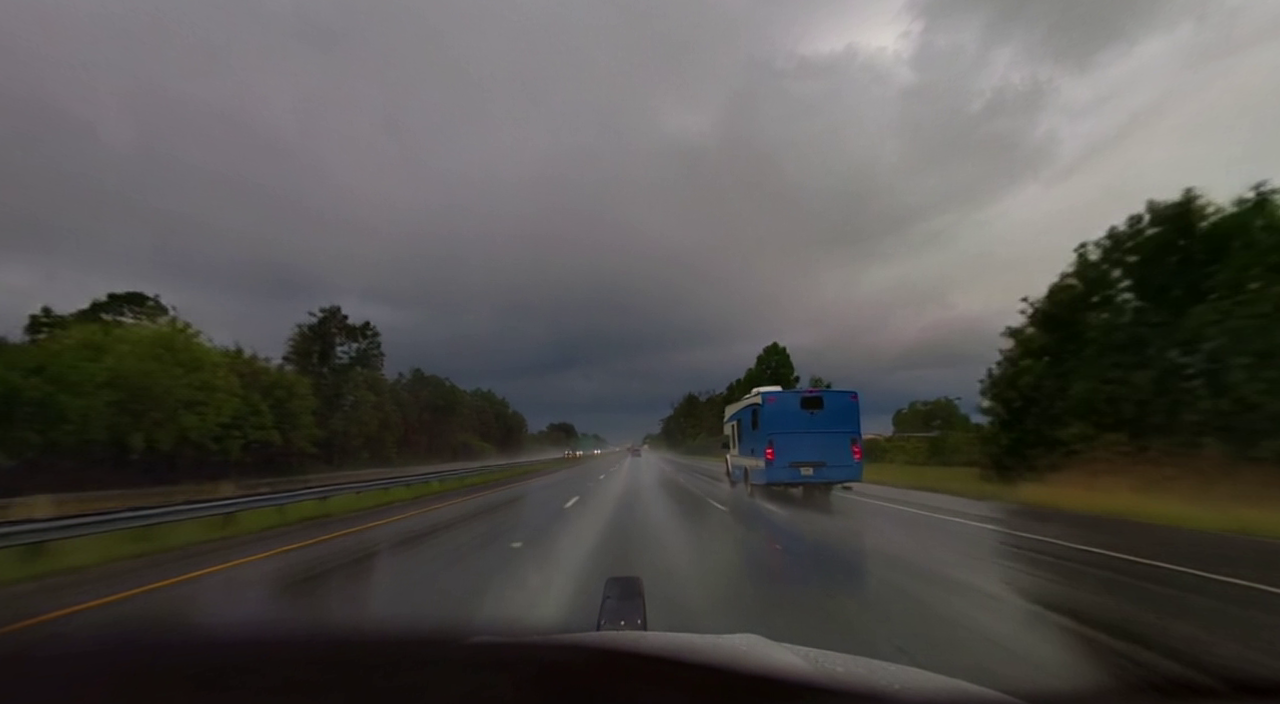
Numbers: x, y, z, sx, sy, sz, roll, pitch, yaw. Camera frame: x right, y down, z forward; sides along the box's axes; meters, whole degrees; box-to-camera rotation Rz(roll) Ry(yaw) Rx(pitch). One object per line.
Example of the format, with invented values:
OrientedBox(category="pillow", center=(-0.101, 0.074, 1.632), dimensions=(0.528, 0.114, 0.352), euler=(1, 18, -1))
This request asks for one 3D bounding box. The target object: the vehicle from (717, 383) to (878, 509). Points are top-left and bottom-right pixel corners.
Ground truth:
OrientedBox(category="vehicle", center=(3.869, 2.545, 17.133), dimensions=(2.556, 2.763, 6.287), euler=(0, -9, -2))
